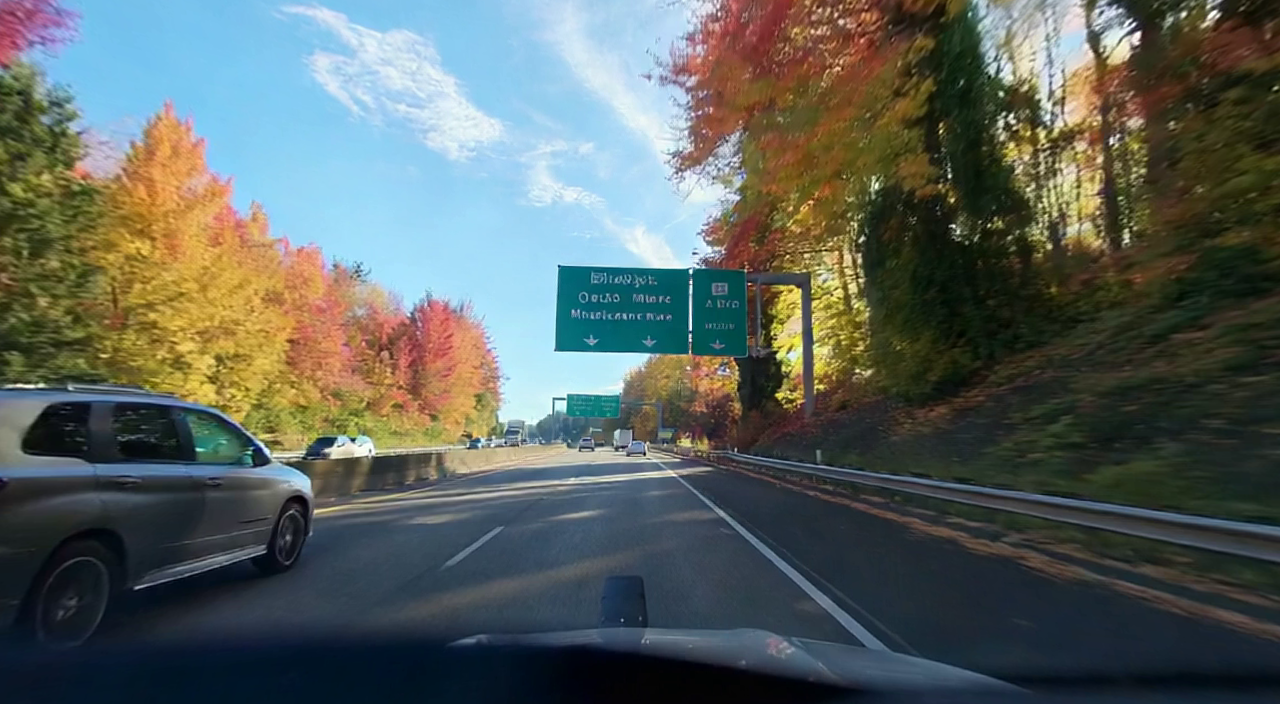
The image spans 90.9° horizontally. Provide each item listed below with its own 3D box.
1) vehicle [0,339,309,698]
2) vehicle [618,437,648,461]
[{"bbox_3d":[-4.055,0.892,3.647,1.924,1.720,4.195,0,-8,1],"label":"vehicle"},{"bbox_3d":[-0.488,6.429,41.746,1.939,1.497,3.863,0,-8,-1],"label":"vehicle"}]
